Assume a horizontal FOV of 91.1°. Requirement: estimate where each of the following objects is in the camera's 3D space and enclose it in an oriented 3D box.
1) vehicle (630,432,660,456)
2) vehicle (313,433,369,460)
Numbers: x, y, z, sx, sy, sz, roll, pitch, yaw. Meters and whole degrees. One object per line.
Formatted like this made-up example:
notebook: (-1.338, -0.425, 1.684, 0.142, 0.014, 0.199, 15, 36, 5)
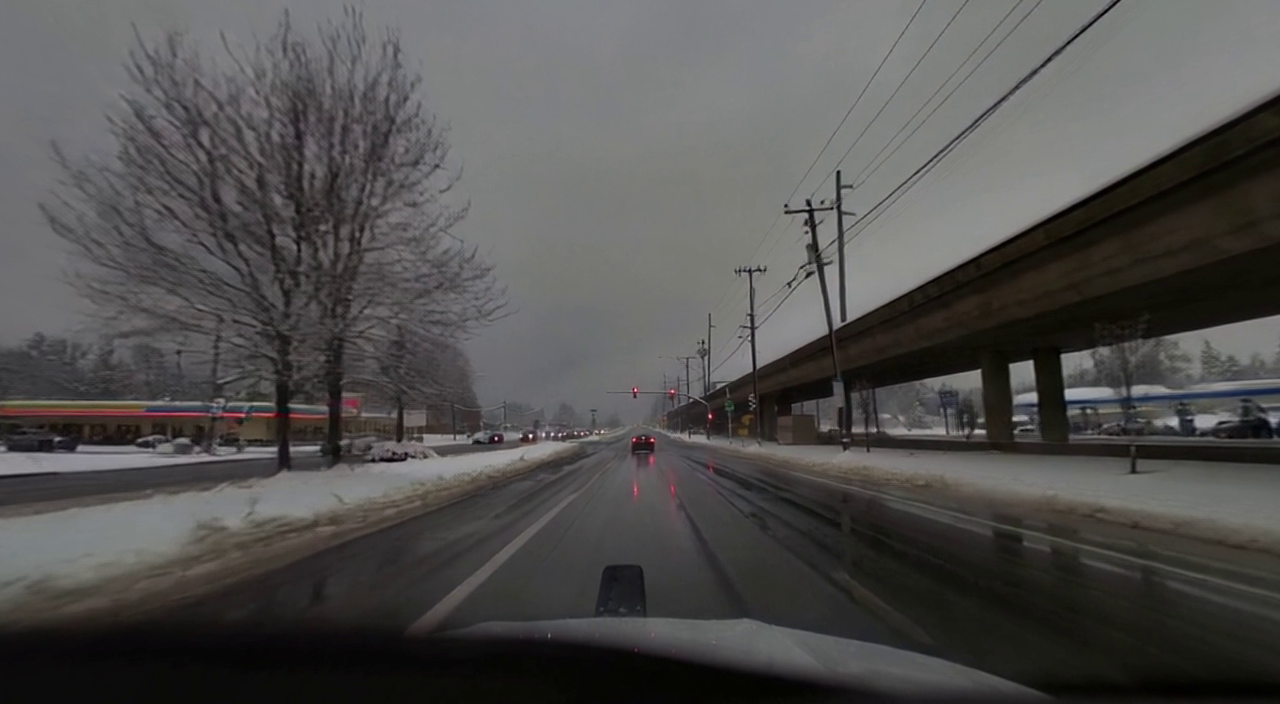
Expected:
vehicle: (0.355, 6.537, 44.732, 2.074, 1.631, 3.793, 0, -9, 0)
vehicle: (-23.287, 7.386, 49.089, 2.026, 1.965, 4.674, 0, -8, -1)
